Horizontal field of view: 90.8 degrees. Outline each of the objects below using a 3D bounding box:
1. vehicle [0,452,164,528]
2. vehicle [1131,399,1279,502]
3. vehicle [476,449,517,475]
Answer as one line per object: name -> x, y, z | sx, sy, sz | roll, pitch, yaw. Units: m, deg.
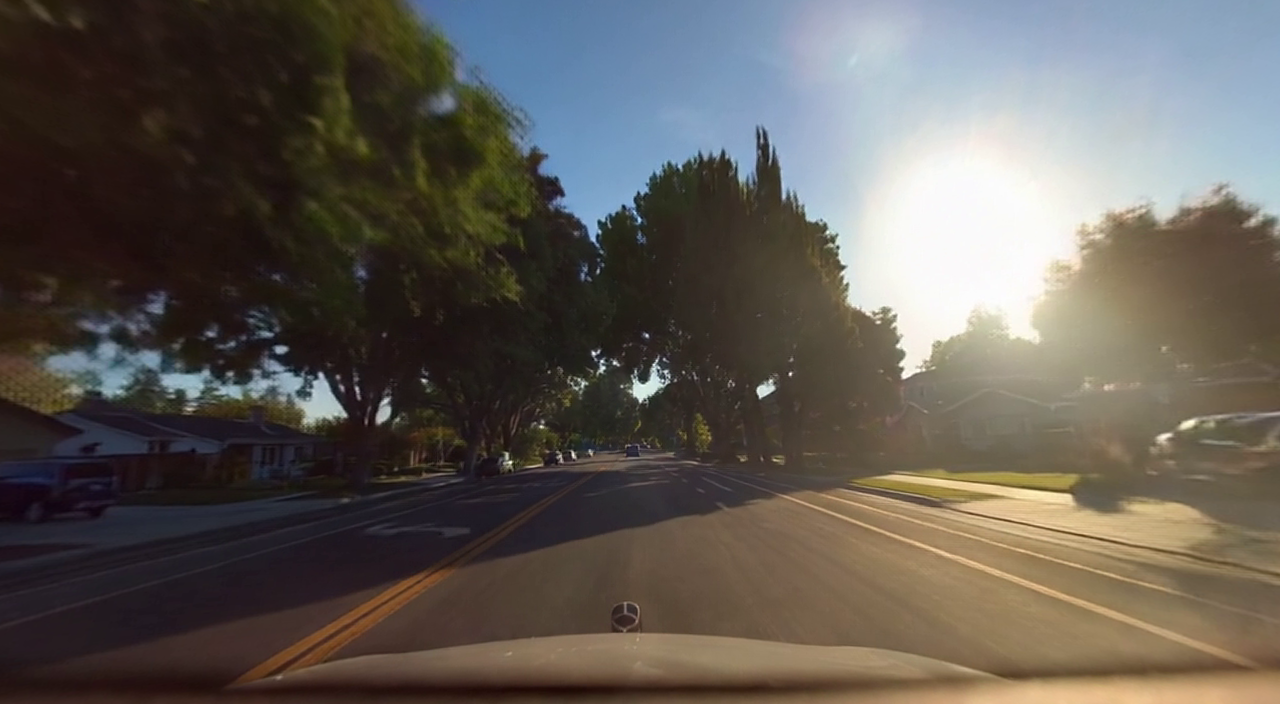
vehicle -> -15.676, 3.527, 16.476 | 4.859, 1.780, 2.031 | -1, -9, 3
vehicle -> 11.946, 1.777, 11.519 | 4.392, 1.685, 1.959 | 0, -9, -4
vehicle -> -10.743, 8.222, 47.442 | 1.989, 1.610, 4.337 | -5, -8, 0
